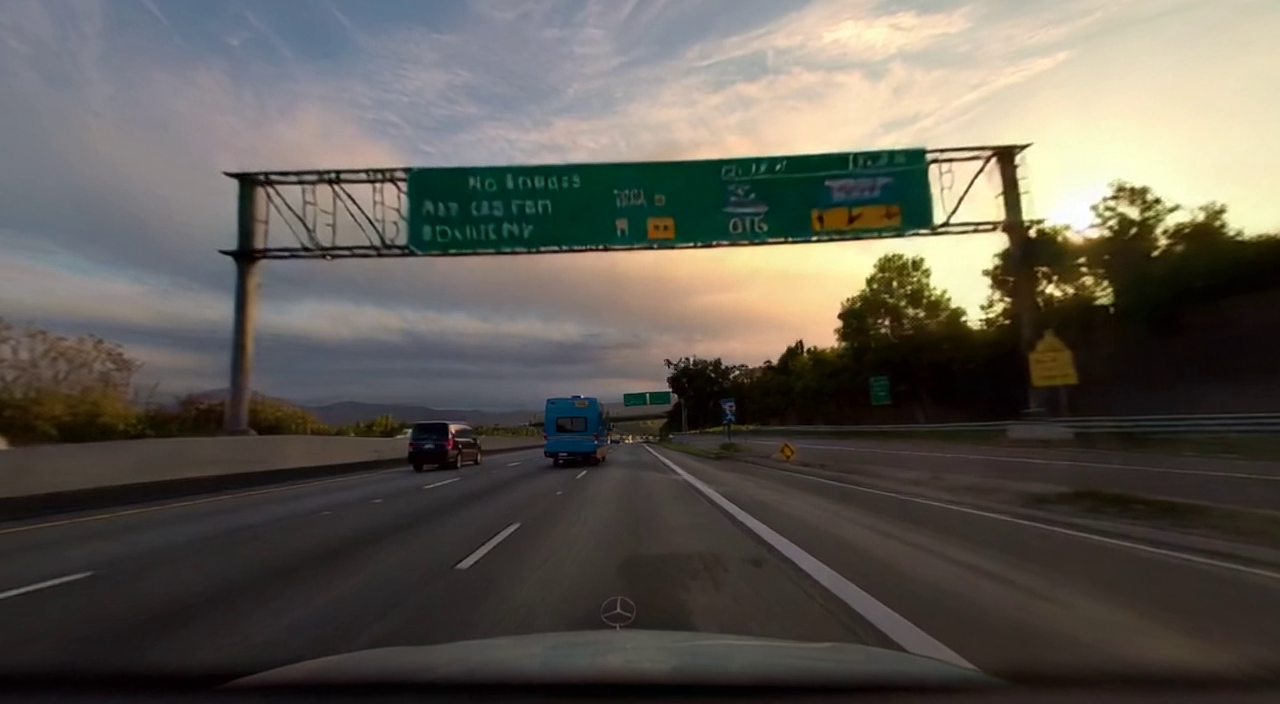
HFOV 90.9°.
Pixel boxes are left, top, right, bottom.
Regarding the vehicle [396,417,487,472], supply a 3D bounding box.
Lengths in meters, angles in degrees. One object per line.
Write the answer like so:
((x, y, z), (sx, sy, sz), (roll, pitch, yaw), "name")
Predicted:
((-7.366, 3.466, 23.871), (2.045, 1.873, 4.202), (0, -7, 0), "vehicle")

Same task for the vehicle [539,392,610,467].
((-3.034, 3.893, 31.433), (2.676, 3.269, 7.388), (0, -7, 1), "vehicle")
